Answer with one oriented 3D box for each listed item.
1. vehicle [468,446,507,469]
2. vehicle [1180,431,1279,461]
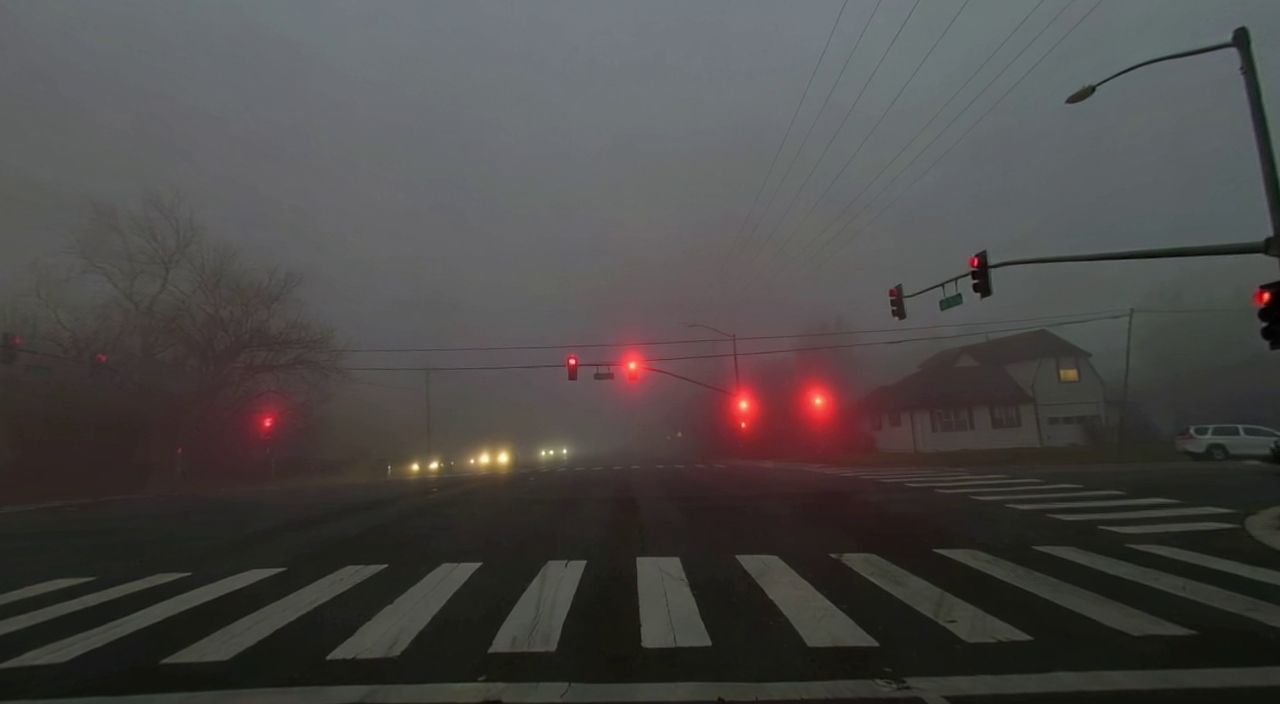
[{"bbox_3d":[-10.738,7.460,44.755,1.881,1.509,3.377,0,-9,1],"label":"vehicle"},{"bbox_3d":[31.287,4.892,33.046,4.318,1.488,1.870,0,-9,-1],"label":"vehicle"}]
